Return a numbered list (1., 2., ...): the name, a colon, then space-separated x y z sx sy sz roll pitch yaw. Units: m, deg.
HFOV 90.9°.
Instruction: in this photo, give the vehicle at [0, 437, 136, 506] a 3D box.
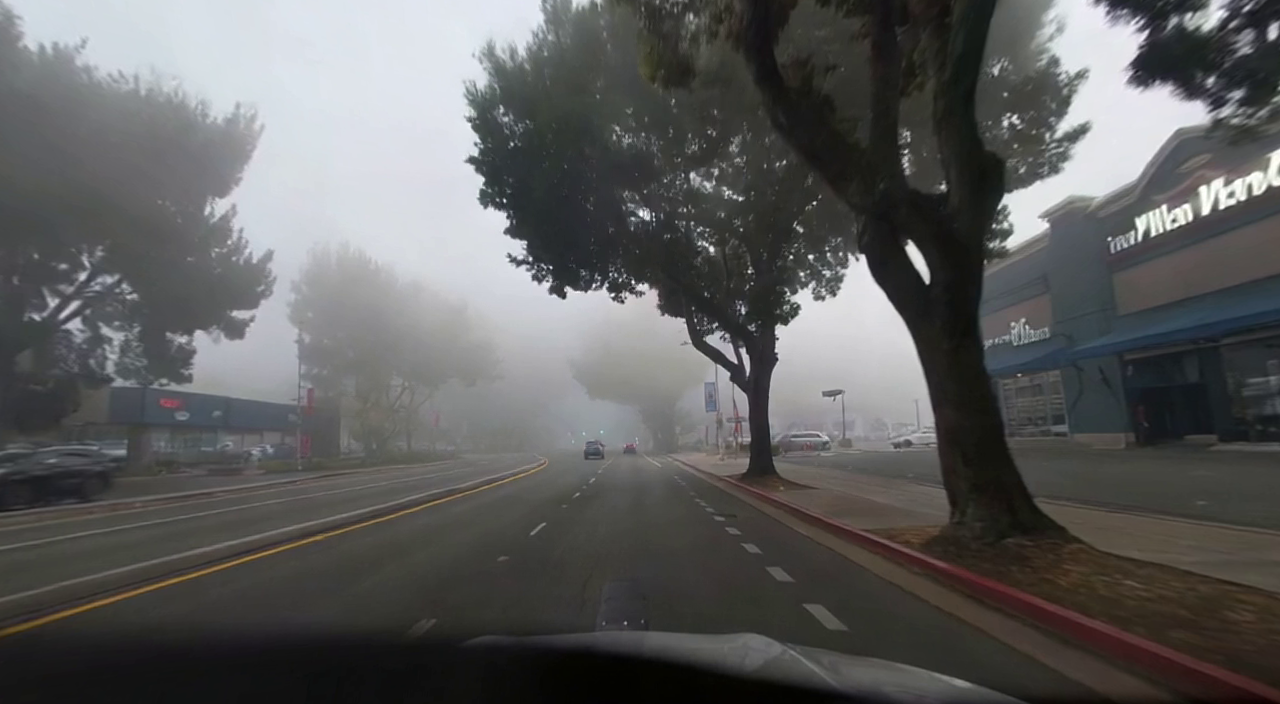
1. vehicle: -15.804 3.000 16.193 1.964 1.575 4.630 0 -8 -2
